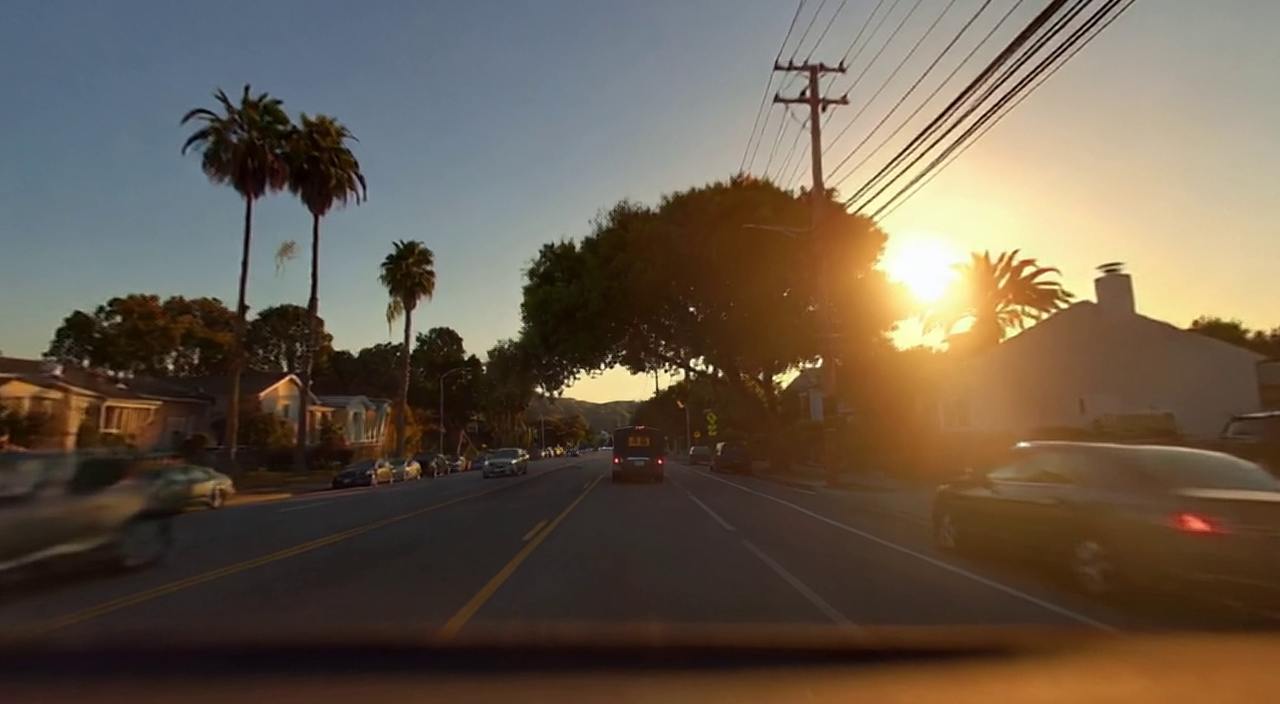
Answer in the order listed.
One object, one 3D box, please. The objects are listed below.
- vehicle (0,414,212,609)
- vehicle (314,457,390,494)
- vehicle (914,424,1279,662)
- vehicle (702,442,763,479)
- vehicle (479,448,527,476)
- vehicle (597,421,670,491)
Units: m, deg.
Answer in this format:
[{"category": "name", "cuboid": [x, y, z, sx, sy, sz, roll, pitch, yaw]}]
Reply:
[{"category": "vehicle", "cuboid": [-6.765, 1.532, 6.264, 1.993, 1.737, 4.353, 0, -9, -1]}, {"category": "vehicle", "cuboid": [-13.413, 5.744, 29.619, 1.841, 1.356, 3.938, -5, -8, -2]}, {"category": "vehicle", "cuboid": [4.677, 1.504, 6.113, 2.022, 1.456, 4.246, 0, -8, -2]}, {"category": "vehicle", "cuboid": [4.023, 4.807, 28.205, 1.946, 1.530, 4.240, 0, -9, -2]}, {"category": "vehicle", "cuboid": [-7.688, 6.179, 35.730, 1.844, 1.453, 4.414, 0, -8, -1]}, {"category": "vehicle", "cuboid": [-0.327, 3.434, 21.055, 2.168, 2.040, 4.527, 0, -9, -4]}]
